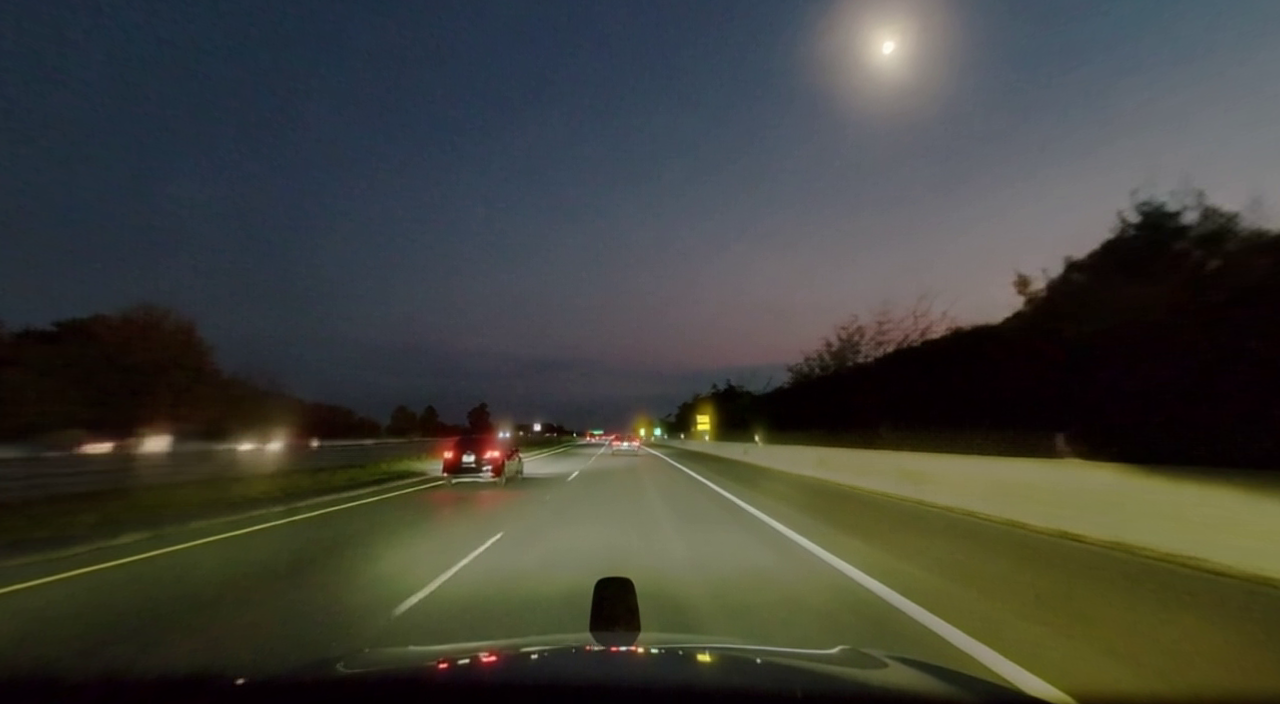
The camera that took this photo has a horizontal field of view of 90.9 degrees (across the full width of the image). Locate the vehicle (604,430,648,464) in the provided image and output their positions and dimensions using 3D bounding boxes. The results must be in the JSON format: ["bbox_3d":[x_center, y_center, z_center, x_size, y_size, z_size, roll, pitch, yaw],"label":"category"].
[{"bbox_3d":[-0.752,4.956,33.108,2.162,1.616,4.242,0,-8,-1],"label":"vehicle"}]

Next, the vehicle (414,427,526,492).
[{"bbox_3d":[-4.458,2.864,17.237,1.975,1.518,4.242,0,-8,-1],"label":"vehicle"}]
